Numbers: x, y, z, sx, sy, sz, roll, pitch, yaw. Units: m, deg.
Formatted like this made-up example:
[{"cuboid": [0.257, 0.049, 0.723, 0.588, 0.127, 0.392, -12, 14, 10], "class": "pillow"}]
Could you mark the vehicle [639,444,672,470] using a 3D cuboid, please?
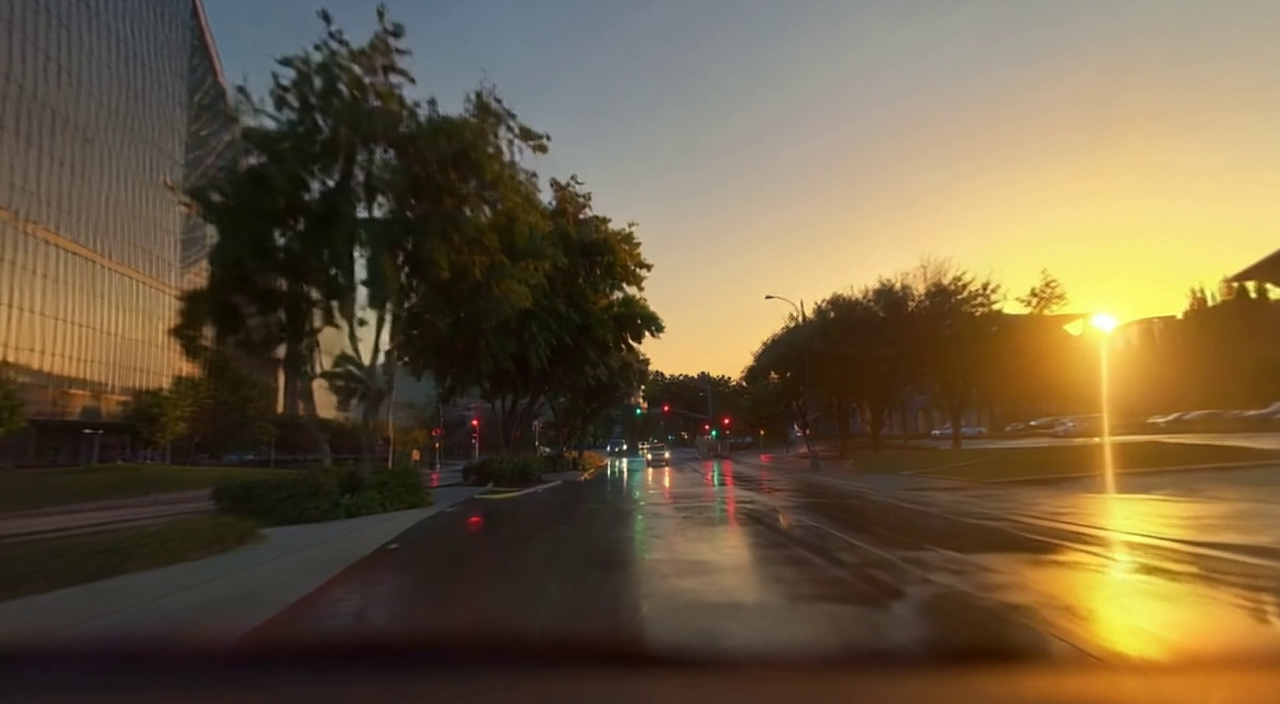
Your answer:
[{"cuboid": [1.018, 6.916, 41.710, 2.092, 1.660, 4.319, 0, -8, 1], "class": "vehicle"}]
